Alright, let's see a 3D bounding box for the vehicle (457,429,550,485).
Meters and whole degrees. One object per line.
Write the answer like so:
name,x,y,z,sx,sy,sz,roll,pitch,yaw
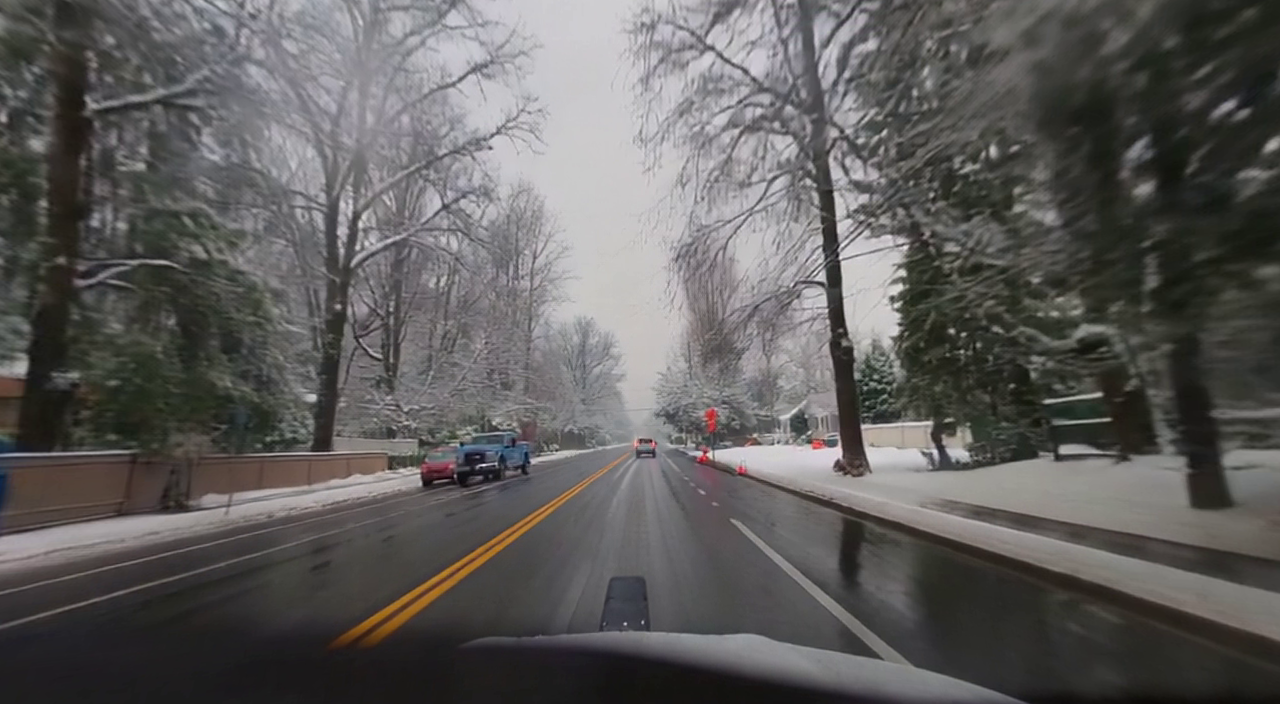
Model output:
vehicle,-6.190,4.855,29.429,2.517,2.323,5.205,-1,-8,8
